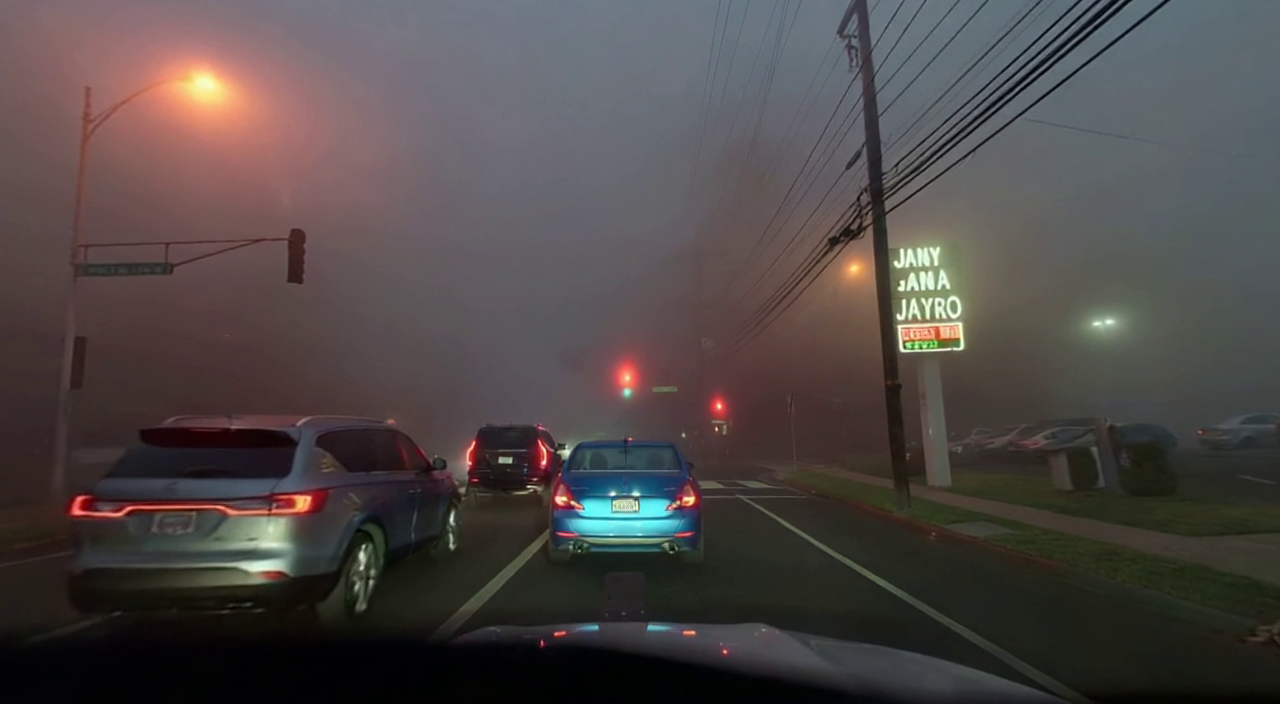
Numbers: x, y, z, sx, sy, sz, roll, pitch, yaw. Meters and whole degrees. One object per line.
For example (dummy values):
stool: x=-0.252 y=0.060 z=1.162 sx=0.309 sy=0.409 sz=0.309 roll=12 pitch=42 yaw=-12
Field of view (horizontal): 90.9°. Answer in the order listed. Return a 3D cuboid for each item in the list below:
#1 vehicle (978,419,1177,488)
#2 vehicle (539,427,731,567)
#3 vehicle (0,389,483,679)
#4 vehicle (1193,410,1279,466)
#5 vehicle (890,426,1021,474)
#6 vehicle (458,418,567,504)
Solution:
vehicle: x=10.528 y=2.494 z=15.684 sx=1.888 sy=1.455 sz=4.268 roll=0 pitch=-8 yaw=0
vehicle: x=-0.149 y=1.874 z=8.971 sx=2.070 sy=1.481 sz=4.216 roll=0 pitch=-8 yaw=-3
vehicle: x=-2.930 y=1.347 z=5.702 sx=2.003 sy=1.681 sz=3.878 roll=0 pitch=-8 yaw=0
vehicle: x=18.719 y=2.558 z=18.676 sx=4.446 sy=1.511 sz=1.977 roll=4 pitch=-10 yaw=-29
vehicle: x=10.644 y=3.354 z=21.727 sx=1.842 sy=1.471 sz=4.481 roll=1 pitch=-8 yaw=-5
vehicle: x=-3.029 y=2.696 z=15.979 sx=2.106 sy=1.852 sz=4.512 roll=0 pitch=-8 yaw=-4
